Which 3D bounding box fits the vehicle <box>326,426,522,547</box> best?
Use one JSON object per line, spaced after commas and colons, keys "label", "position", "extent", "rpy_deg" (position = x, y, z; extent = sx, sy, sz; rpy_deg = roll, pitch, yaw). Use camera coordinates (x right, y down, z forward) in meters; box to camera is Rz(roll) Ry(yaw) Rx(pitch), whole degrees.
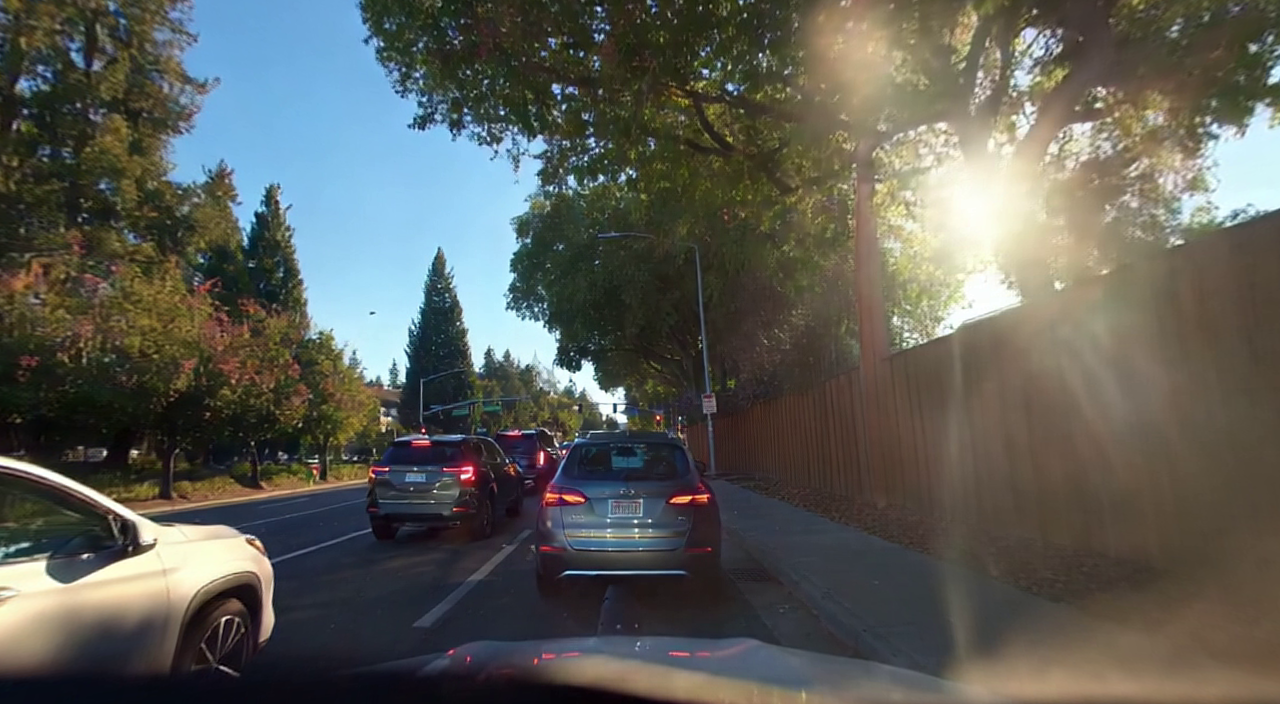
{"label": "vehicle", "position": [-3.225, 2.062, 10.255], "extent": [1.850, 1.582, 3.688], "rpy_deg": [0, -8, 0]}

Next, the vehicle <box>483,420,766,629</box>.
{"label": "vehicle", "position": [-0.139, 1.507, 6.445], "extent": [1.995, 1.460, 3.865], "rpy_deg": [0, -8, -1]}

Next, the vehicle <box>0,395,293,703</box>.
{"label": "vehicle", "position": [-3.180, 0.829, 1.572], "extent": [1.980, 1.520, 4.636], "rpy_deg": [0, -8, 0]}
